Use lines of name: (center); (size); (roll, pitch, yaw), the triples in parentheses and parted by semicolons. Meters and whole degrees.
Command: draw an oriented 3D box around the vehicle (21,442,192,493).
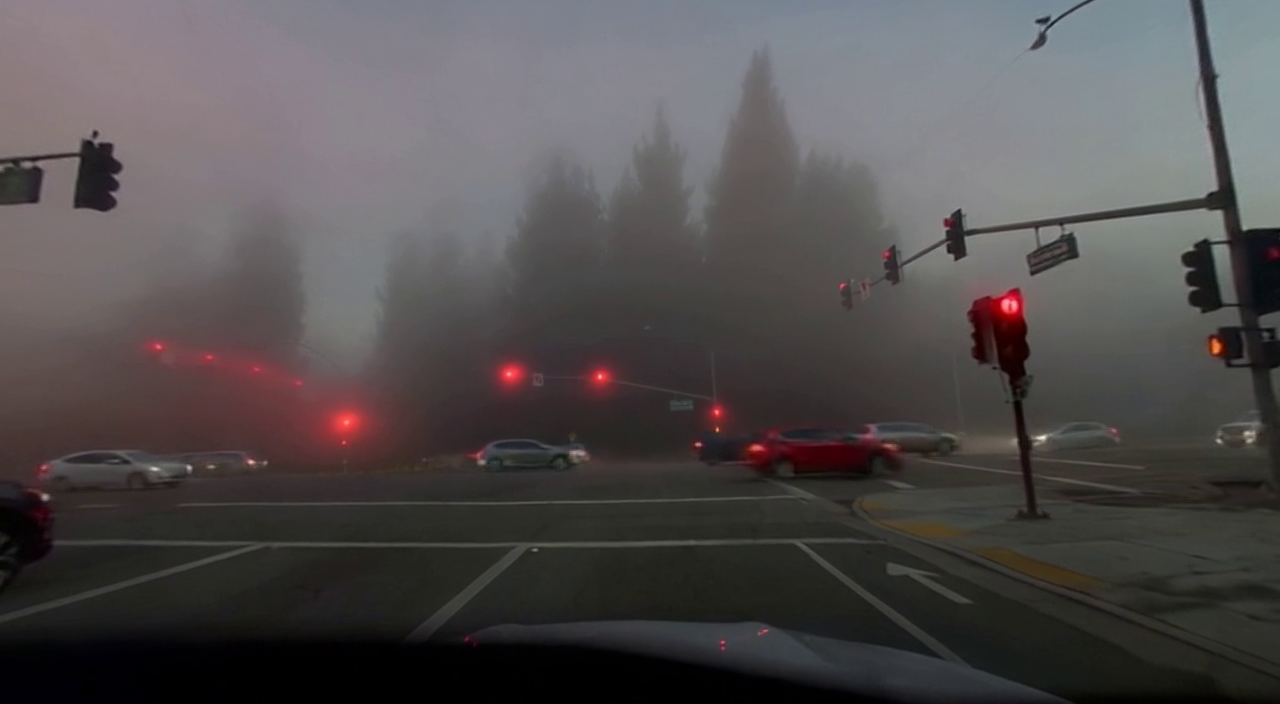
vehicle: (-20.032, 4.336, 23.808); (4.673, 1.740, 2.150); (-2, -9, 5)

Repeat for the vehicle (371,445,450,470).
vehicle: (-16.696, 7.700, 46.018); (4.939, 1.770, 2.001); (-1, -9, 5)

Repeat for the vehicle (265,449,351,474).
vehicle: (-20.612, 6.816, 39.201); (4.459, 1.477, 1.754); (-1, -9, 5)

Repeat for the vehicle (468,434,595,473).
vehicle: (-4.379, 4.167, 25.909); (4.793, 1.473, 1.878); (-1, -9, 6)

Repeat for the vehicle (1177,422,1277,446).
vehicle: (37.616, 5.304, 40.464); (4.377, 1.491, 1.734); (-1, -9, 6)

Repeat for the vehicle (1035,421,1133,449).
vehicle: (26.606, 4.989, 37.872); (4.397, 1.582, 1.820); (-1, -9, 5)

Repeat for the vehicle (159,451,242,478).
vehicle: (-30.324, 7.772, 43.576); (4.466, 1.767, 1.839); (-1, -9, 6)

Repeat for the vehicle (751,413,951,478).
vehicle: (5.632, 2.600, 17.440); (4.865, 1.663, 1.962); (-1, -9, 6)
